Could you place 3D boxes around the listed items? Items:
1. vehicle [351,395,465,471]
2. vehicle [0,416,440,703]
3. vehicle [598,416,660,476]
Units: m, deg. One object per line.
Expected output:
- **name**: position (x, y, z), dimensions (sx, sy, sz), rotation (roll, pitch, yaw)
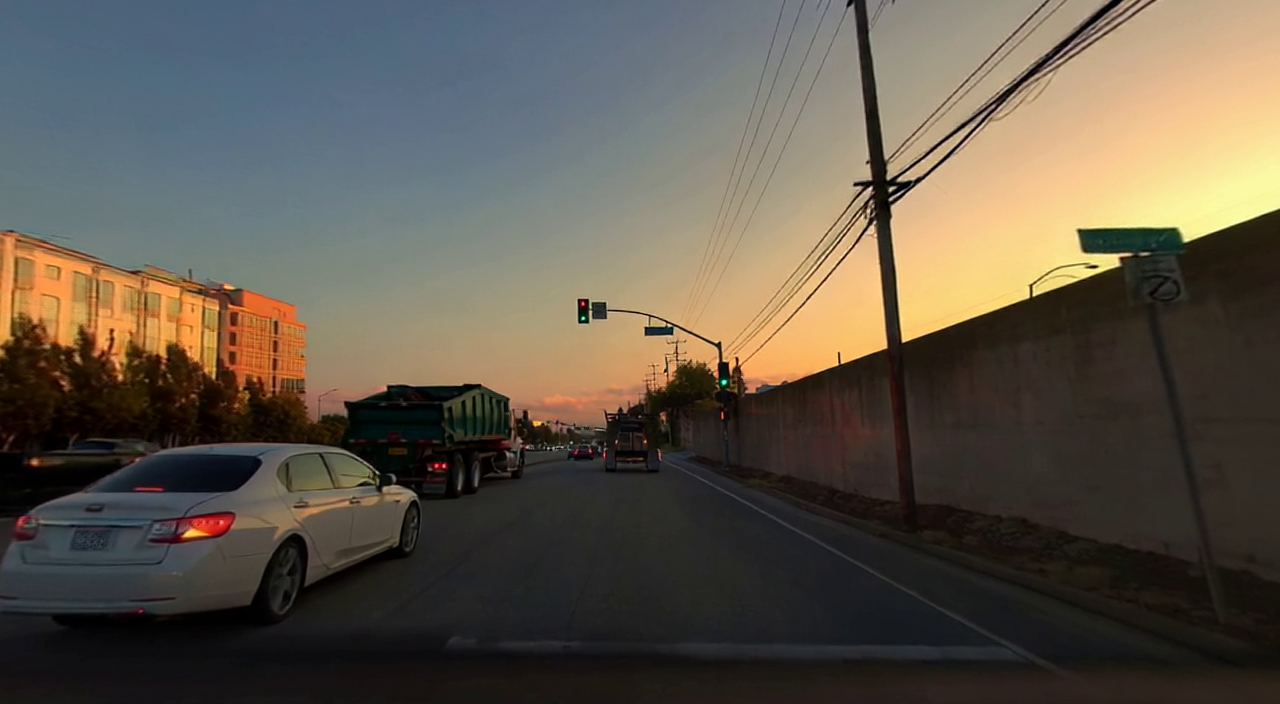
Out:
- **vehicle**: position (-12.945, 4.735, 36.299), dimensions (3.016, 3.847, 8.707), rotation (-1, -8, 2)
- **vehicle**: position (-3.711, 1.452, 5.807), dimensions (2.019, 1.480, 4.966), rotation (-1, -8, 1)
- **vehicle**: position (-0.505, 4.031, 27.089), dimensions (2.355, 2.305, 5.336), rotation (0, -9, -2)
